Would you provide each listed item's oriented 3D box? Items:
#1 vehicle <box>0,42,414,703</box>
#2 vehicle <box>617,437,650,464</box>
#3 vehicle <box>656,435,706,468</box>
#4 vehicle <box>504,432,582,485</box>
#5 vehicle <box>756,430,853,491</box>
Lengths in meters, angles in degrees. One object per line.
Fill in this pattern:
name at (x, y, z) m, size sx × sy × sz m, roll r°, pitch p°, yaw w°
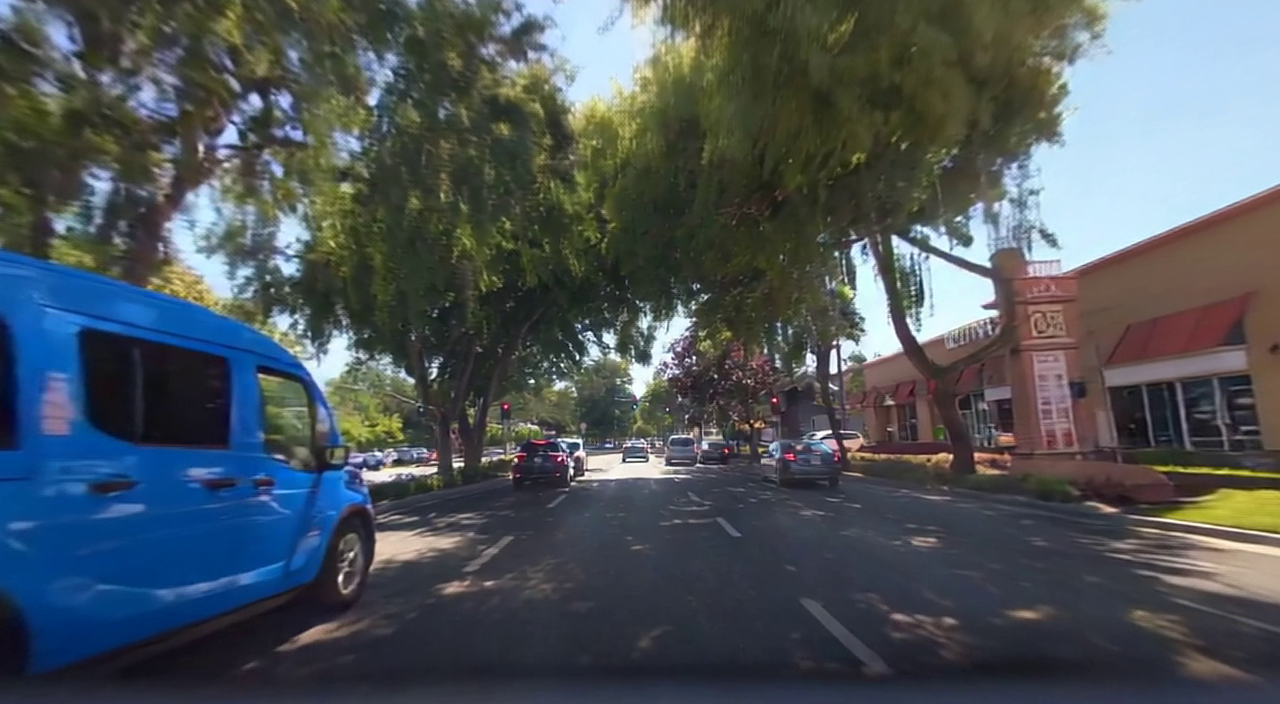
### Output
vehicle at (-3.555, 0.429, 3.350) m, size 2.443 × 2.784 × 5.862 m, roll 0°, pitch -9°, yaw 1°
vehicle at (-0.463, 6.823, 43.709) m, size 2.130 × 1.725 × 4.223 m, roll 0°, pitch -9°, yaw -1°
vehicle at (2.503, 5.880, 37.517) m, size 2.209 × 1.806 × 4.689 m, roll -2°, pitch -9°, yaw 13°
vehicle at (-3.349, 3.791, 22.712) m, size 2.030 × 1.724 × 4.365 m, roll 0°, pitch -9°, yaw 1°
vehicle at (4.831, 3.258, 19.203) m, size 1.869 × 1.646 × 4.166 m, roll 0°, pitch -9°, yaw 1°
